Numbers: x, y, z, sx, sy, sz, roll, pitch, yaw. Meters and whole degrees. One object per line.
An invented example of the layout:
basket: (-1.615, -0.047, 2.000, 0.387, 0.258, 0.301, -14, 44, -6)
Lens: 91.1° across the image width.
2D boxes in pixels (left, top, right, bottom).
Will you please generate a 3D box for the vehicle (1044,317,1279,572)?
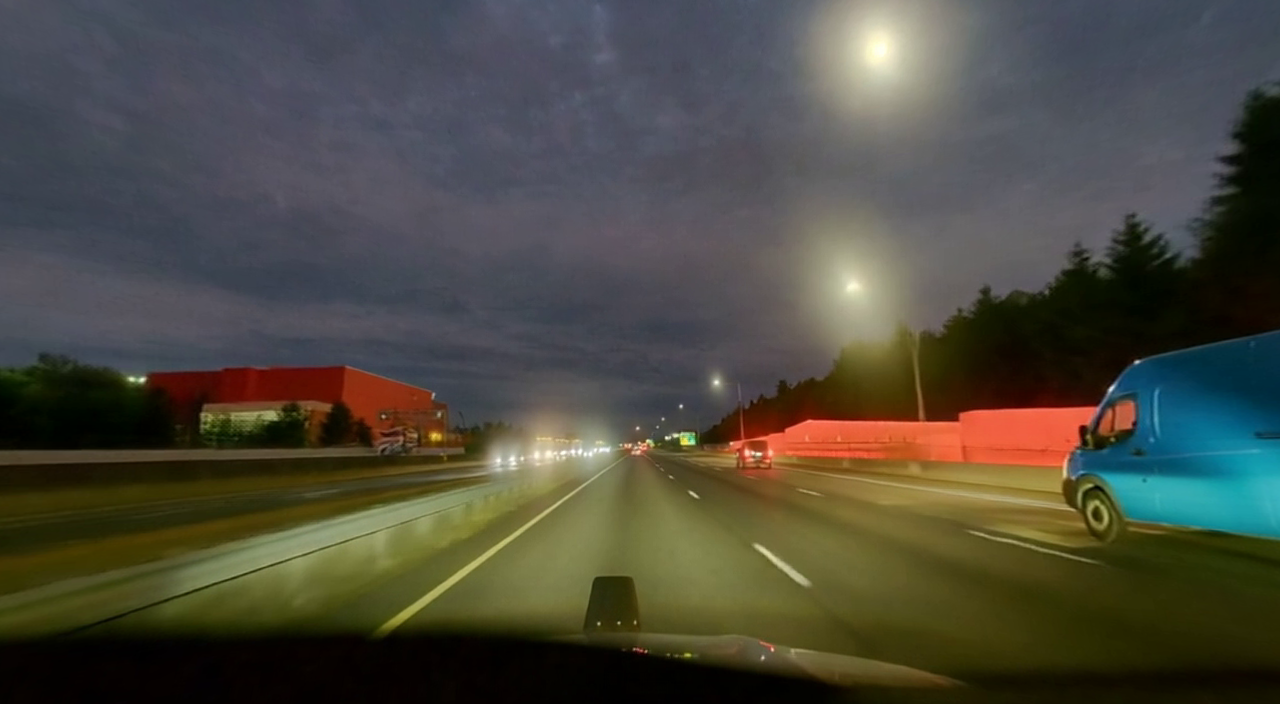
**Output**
vehicle: (7.801, 1.045, 7.104, 2.283, 2.631, 6.053, 0, -9, -1)

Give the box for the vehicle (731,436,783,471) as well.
vehicle: (7.087, 6.219, 38.680, 2.156, 1.943, 5.010, 0, -9, -1)
